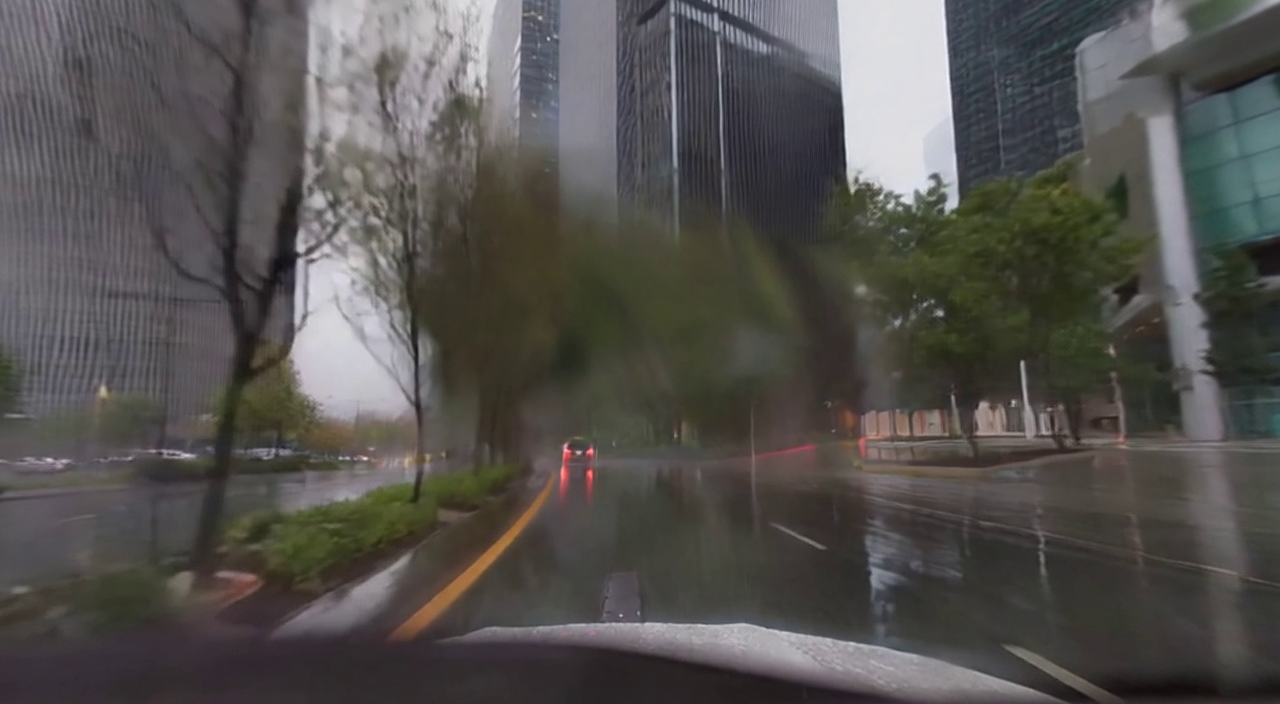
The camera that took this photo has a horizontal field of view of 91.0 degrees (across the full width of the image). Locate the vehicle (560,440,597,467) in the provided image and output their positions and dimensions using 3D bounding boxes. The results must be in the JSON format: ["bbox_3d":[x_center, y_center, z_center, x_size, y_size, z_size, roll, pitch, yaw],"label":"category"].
[{"bbox_3d":[-4.586,7.405,46.104,2.129,1.816,4.851,2,-8,-12],"label":"vehicle"}]
